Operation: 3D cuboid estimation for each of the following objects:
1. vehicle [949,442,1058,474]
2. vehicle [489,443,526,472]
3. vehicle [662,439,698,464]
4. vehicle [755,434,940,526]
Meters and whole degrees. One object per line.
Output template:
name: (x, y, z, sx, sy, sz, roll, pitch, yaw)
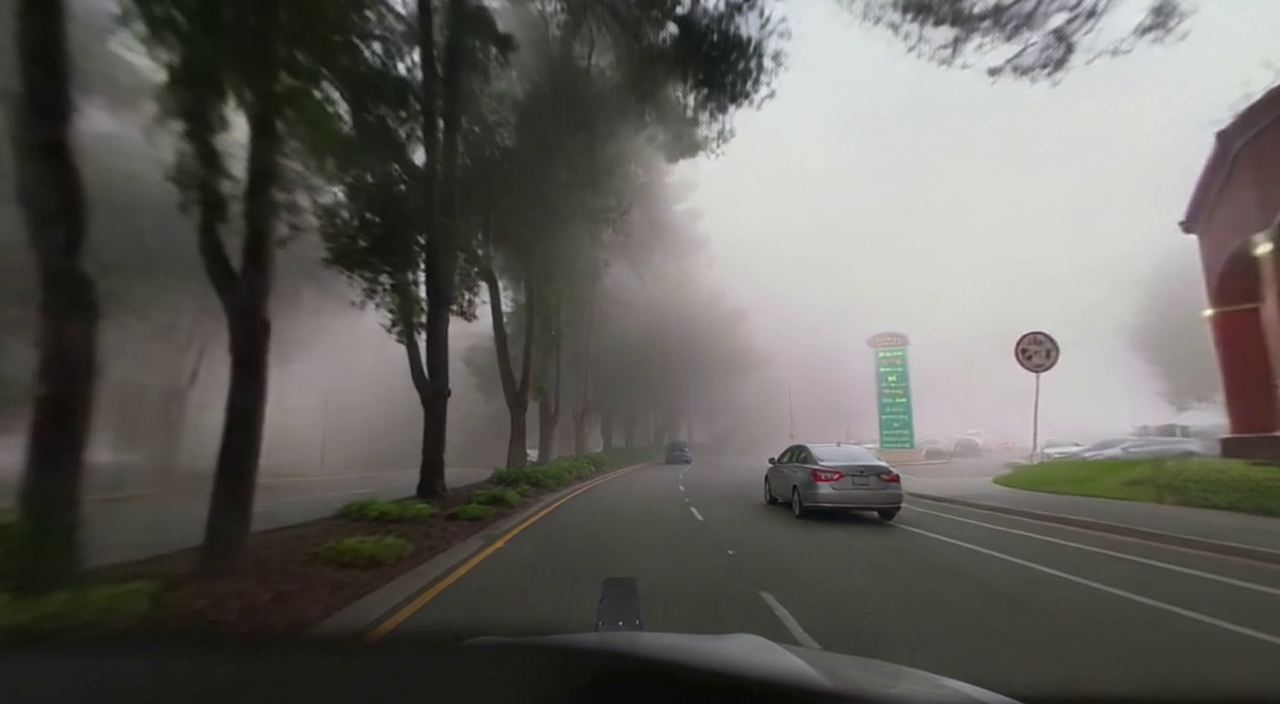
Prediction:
vehicle: (18.083, 5.258, 31.471, 4.652, 1.471, 1.850, 2, -9, -15)
vehicle: (-8.463, 6.640, 40.042, 2.045, 1.689, 4.545, 2, -9, -14)
vehicle: (2.943, 7.191, 45.678, 2.123, 1.703, 4.292, -2, -9, 9)
vehicle: (3.852, 2.469, 12.862, 2.132, 1.497, 4.827, 0, -9, 0)
